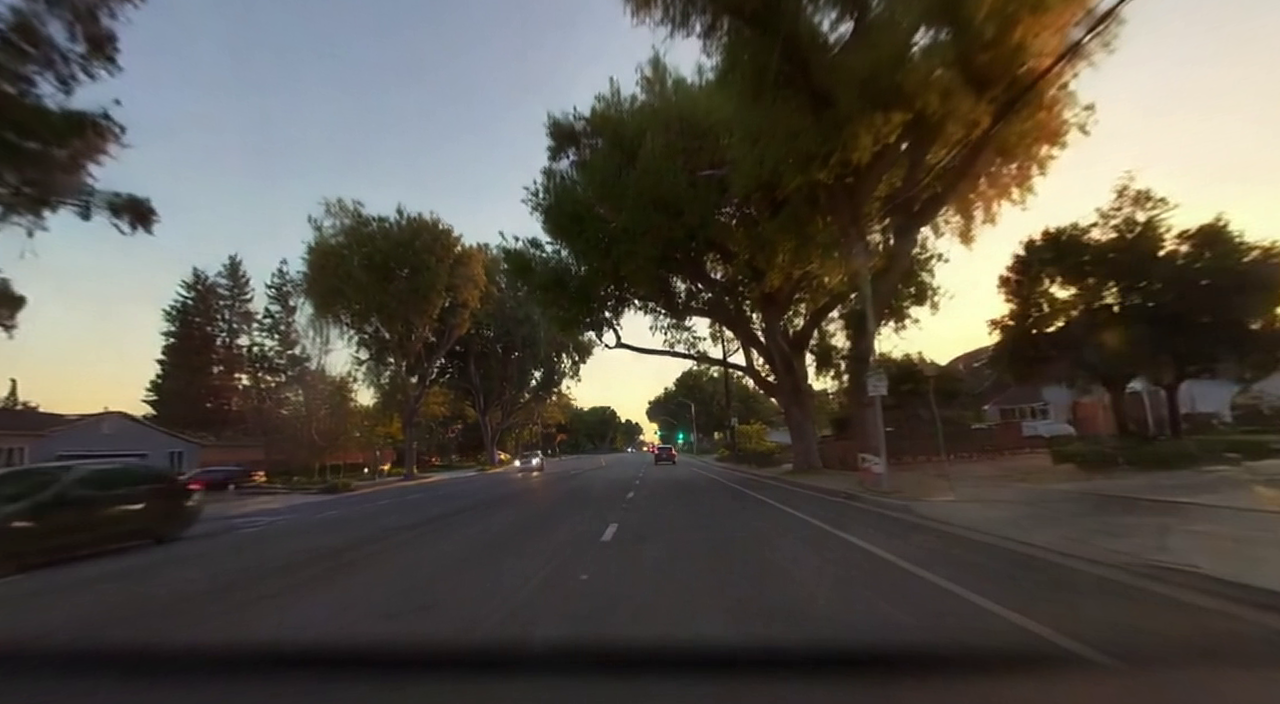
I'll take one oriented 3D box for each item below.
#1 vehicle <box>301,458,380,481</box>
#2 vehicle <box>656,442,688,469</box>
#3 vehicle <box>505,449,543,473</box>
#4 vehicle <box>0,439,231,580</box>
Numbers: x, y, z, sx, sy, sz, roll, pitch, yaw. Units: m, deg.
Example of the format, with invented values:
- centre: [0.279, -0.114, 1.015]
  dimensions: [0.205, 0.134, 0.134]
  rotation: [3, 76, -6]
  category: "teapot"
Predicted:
- centre: [-20.444, 8.025, 43.198]
  dimensions: [4.455, 1.464, 1.885]
  rotation: [-1, -9, 8]
  category: "vehicle"
- centre: [2.236, 7.356, 45.142]
  dimensions: [2.215, 1.799, 4.426]
  rotation: [0, -8, 2]
  category: "vehicle"
- centre: [-9.033, 8.497, 49.493]
  dimensions: [1.985, 1.741, 4.370]
  rotation: [-1, -8, 2]
  category: "vehicle"
- centre: [-10.085, 2.468, 10.559]
  dimensions: [2.337, 1.963, 5.862]
  rotation: [-1, -8, 3]
  category: "vehicle"
